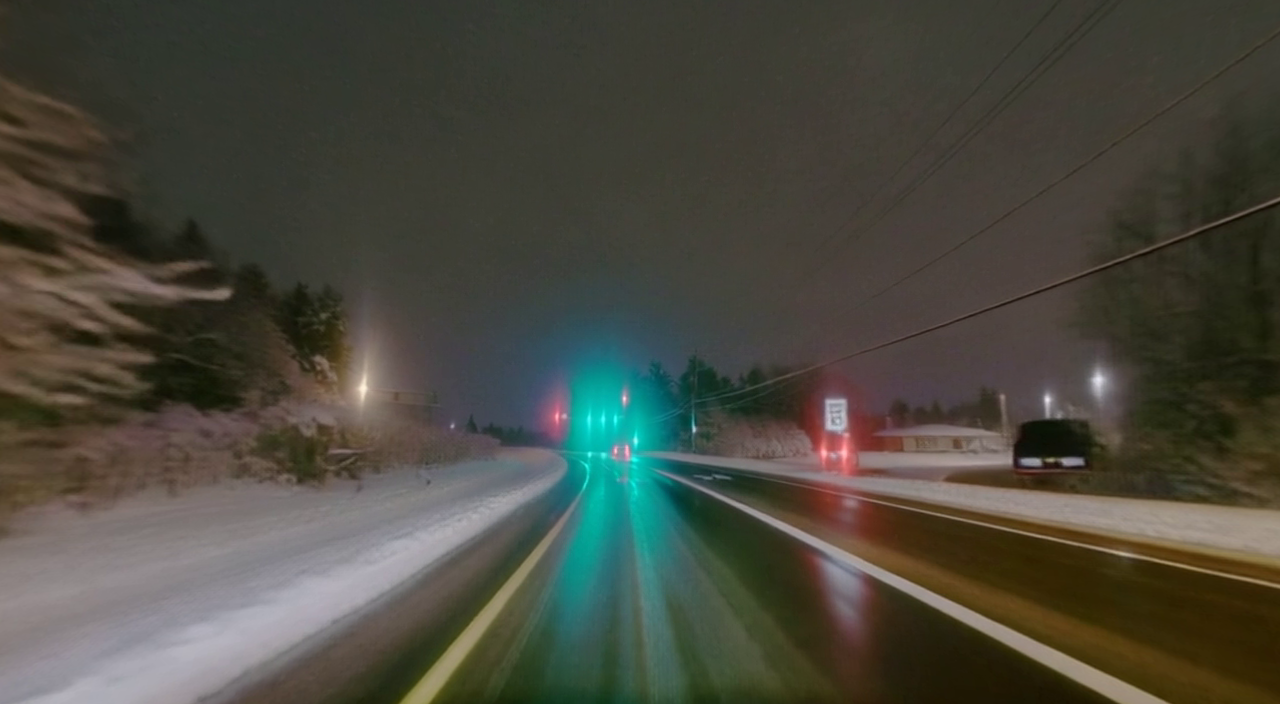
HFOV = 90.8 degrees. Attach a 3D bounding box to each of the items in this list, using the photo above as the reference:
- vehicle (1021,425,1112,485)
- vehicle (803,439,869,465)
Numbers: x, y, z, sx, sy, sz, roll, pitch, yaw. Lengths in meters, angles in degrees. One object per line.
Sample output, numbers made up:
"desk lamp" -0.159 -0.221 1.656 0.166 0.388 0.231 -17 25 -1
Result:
"vehicle" 23.250 5.637 34.757 2.236 2.968 6.014 -3 -9 17
"vehicle" 14.876 7.613 48.057 4.457 1.724 1.871 3 -8 -3
